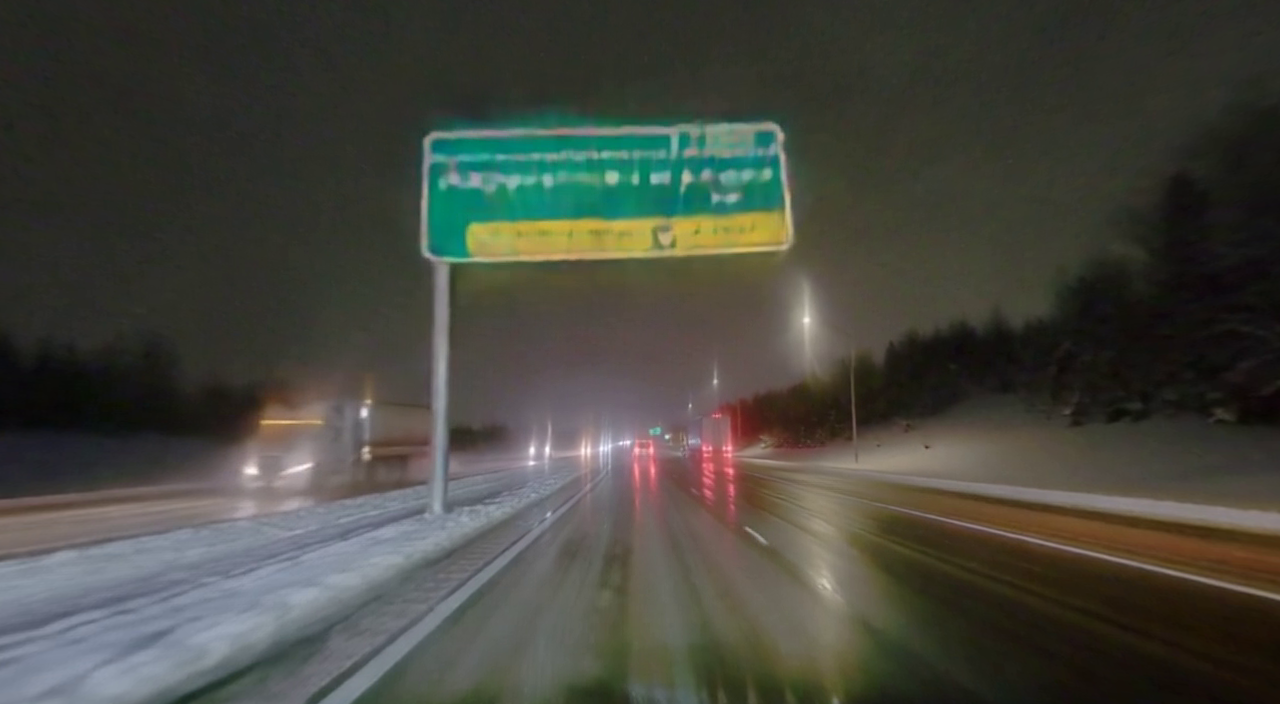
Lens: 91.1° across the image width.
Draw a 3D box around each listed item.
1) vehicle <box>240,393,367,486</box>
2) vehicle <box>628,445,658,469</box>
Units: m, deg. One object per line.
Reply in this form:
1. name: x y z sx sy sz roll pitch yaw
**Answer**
1. vehicle: -15.644 4.180 29.765 3.004 3.949 5.220 -1 -9 0
2. vehicle: 0.198 7.371 44.068 2.024 1.579 3.707 -1 -9 0
